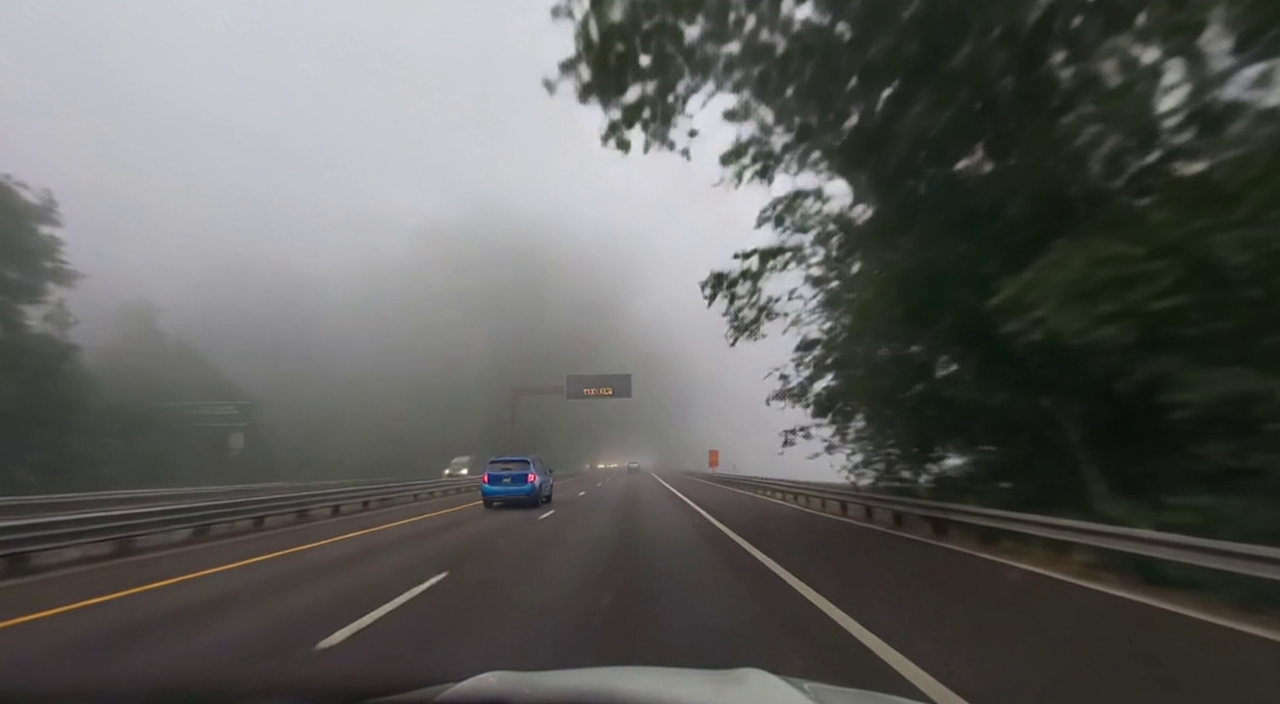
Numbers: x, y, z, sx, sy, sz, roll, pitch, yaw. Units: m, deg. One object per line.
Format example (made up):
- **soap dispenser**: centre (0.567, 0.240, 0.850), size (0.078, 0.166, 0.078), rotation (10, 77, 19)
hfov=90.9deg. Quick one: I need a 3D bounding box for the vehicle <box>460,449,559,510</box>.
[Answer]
- **vehicle**: centre (-3.785, 3.826, 19.103), size (2.081, 1.586, 4.245), rotation (1, -10, 0)
